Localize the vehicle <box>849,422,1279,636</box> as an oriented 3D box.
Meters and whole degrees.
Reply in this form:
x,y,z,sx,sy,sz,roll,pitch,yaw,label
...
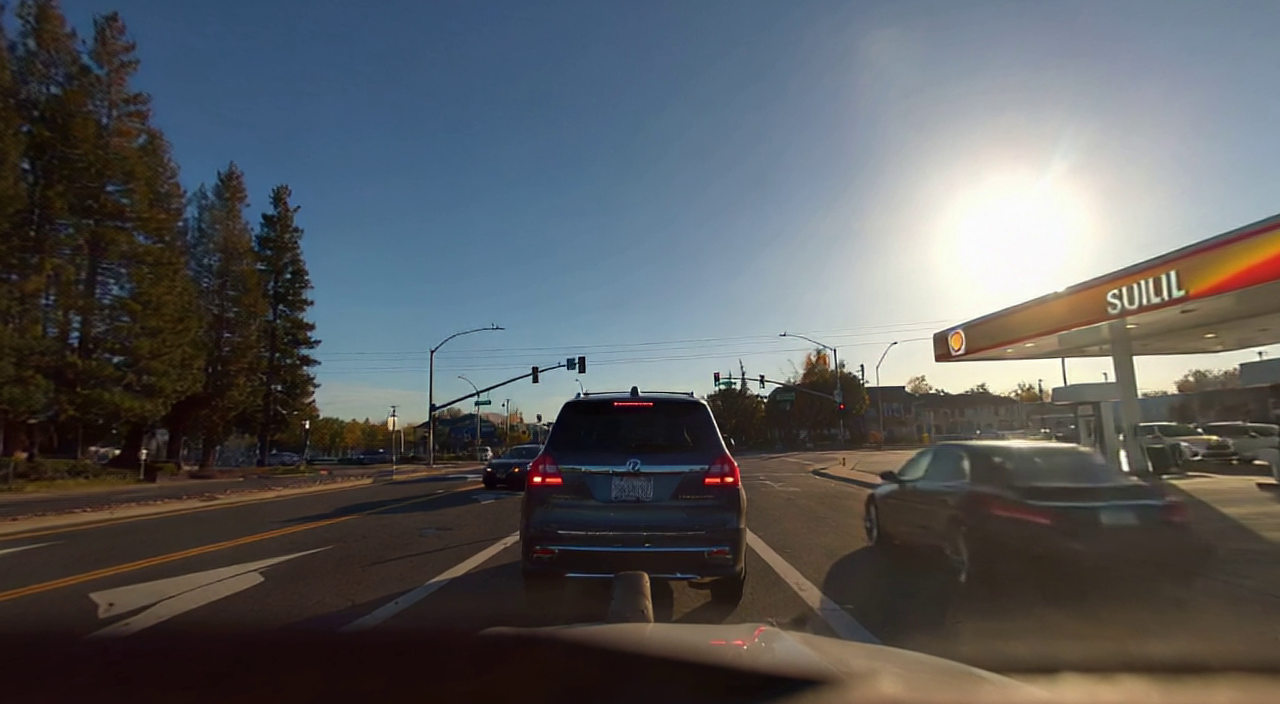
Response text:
x,y,z,sx,sy,sz,roll,pitch,yaw,label
3.928,1.597,6.770,2.041,1.490,4.471,-1,-9,3,vehicle

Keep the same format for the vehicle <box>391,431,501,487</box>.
x,y,z,sx,sy,sz,roll,pitch,yaw,label
-6.636,3.718,22.174,2.065,1.753,4.525,-1,-9,6,vehicle

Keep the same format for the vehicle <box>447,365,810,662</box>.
x,y,z,sx,sy,sz,roll,pitch,yaw,label
0.012,1.315,6.135,2.236,1.819,4.291,-1,-9,3,vehicle
